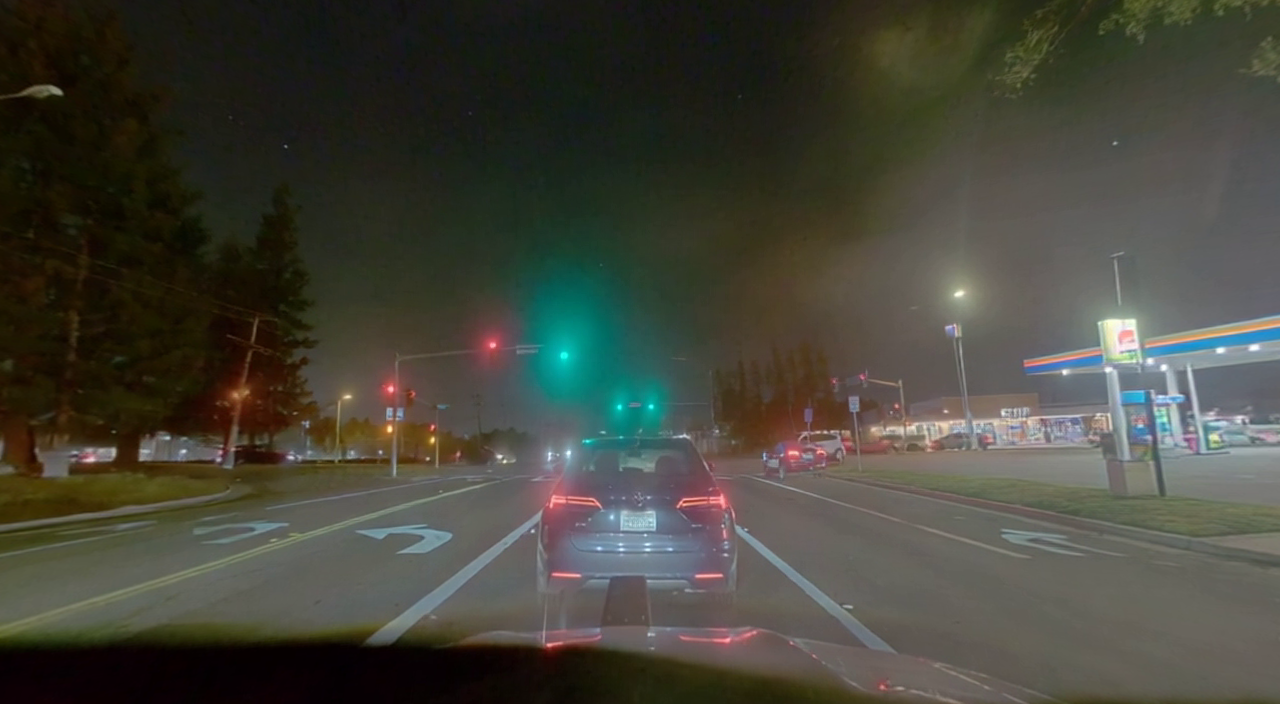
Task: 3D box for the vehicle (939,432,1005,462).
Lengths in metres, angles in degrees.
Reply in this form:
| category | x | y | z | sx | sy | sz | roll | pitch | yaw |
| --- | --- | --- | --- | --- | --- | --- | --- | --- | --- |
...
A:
| category | x | y | z | sx | sy | sz | roll | pitch | yaw |
| --- | --- | --- | --- | --- | --- | --- | --- | --- | --- |
| vehicle | 18.386 | 5.242 | 34.846 | 2.053 | 1.495 | 4.091 | -8 | -12 | 44 |

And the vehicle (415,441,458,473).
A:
| category | x | y | z | sx | sy | sz | roll | pitch | yaw |
| --- | --- | --- | --- | --- | --- | --- | --- | --- | --- |
| vehicle | -12.840 | 6.558 | 39.564 | 2.019 | 1.867 | 4.660 | 3 | -9 | -23 |

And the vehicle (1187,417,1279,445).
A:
| category | x | y | z | sx | sy | sz | roll | pitch | yaw |
| --- | --- | --- | --- | --- | --- | --- | --- | --- | --- |
| vehicle | 36.321 | 4.864 | 38.493 | 1.848 | 1.581 | 4.475 | 0 | -8 | 2 |

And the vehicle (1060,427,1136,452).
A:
| category | x | y | z | sx | sy | sz | roll | pitch | yaw |
| --- | --- | --- | --- | --- | --- | --- | --- | --- | --- |
| vehicle | 34.740 | 6.624 | 47.844 | 4.294 | 1.557 | 1.744 | -4 | -7 | 1 |

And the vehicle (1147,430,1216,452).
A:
| category | x | y | z | sx | sy | sz | roll | pitch | yaw |
| --- | --- | --- | --- | --- | --- | --- | --- | --- | --- |
| vehicle | 40.946 | 6.713 | 47.670 | 3.573 | 1.432 | 1.604 | -3 | -8 | 2 |

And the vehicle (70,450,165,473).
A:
| category | x | y | z | sx | sy | sz | roll | pitch | yaw |
| --- | --- | --- | --- | --- | --- | --- | --- | --- | --- |
| vehicle | -37.175 | 7.788 | 44.978 | 1.889 | 1.455 | 4.813 | -3 | -9 | 20 |

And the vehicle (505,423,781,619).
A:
| category | x | y | z | sx | sy | sz | roll | pitch | yaw |
| --- | --- | --- | --- | --- | --- | --- | --- | --- | --- |
| vehicle | 0.009 | 1.594 | 6.933 | 2.112 | 1.482 | 4.057 | 0 | -8 | 0 |
